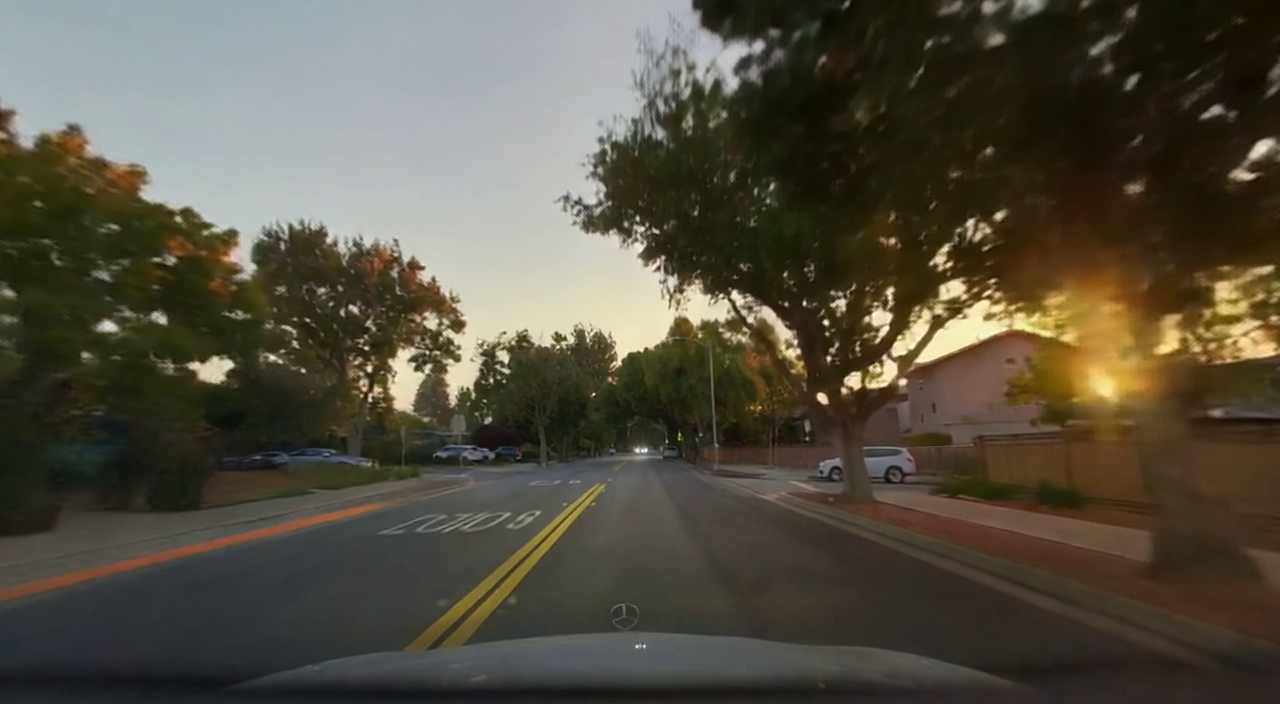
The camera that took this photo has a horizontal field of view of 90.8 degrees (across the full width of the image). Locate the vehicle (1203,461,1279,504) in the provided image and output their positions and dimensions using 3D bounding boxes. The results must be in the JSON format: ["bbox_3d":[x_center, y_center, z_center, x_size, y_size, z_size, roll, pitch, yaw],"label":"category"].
[{"bbox_3d":[26.992,5.782,28.179,1.916,1.620,3.519,-4,-9,28],"label":"vehicle"}]

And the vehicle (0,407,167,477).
[{"bbox_3d":[-17.528,2.885,19.881,4.918,1.918,2.002,-6,-10,25],"label":"vehicle"}]

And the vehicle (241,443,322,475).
[{"bbox_3d":[-21.414,6.372,37.677,4.507,1.774,1.923,-5,-9,27],"label":"vehicle"}]

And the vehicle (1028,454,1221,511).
[{"bbox_3d":[14.439,3.949,19.179,4.231,1.493,1.941,-7,-10,27],"label":"vehicle"}]

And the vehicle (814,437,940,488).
[{"bbox_3d":[10.792,5.048,28.847,4.854,1.771,2.123,-12,-12,29],"label":"vehicle"}]

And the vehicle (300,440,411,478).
[{"bbox_3d":[-15.601,5.791,34.523,6.072,1.882,2.277,-5,-9,29],"label":"vehicle"}]
